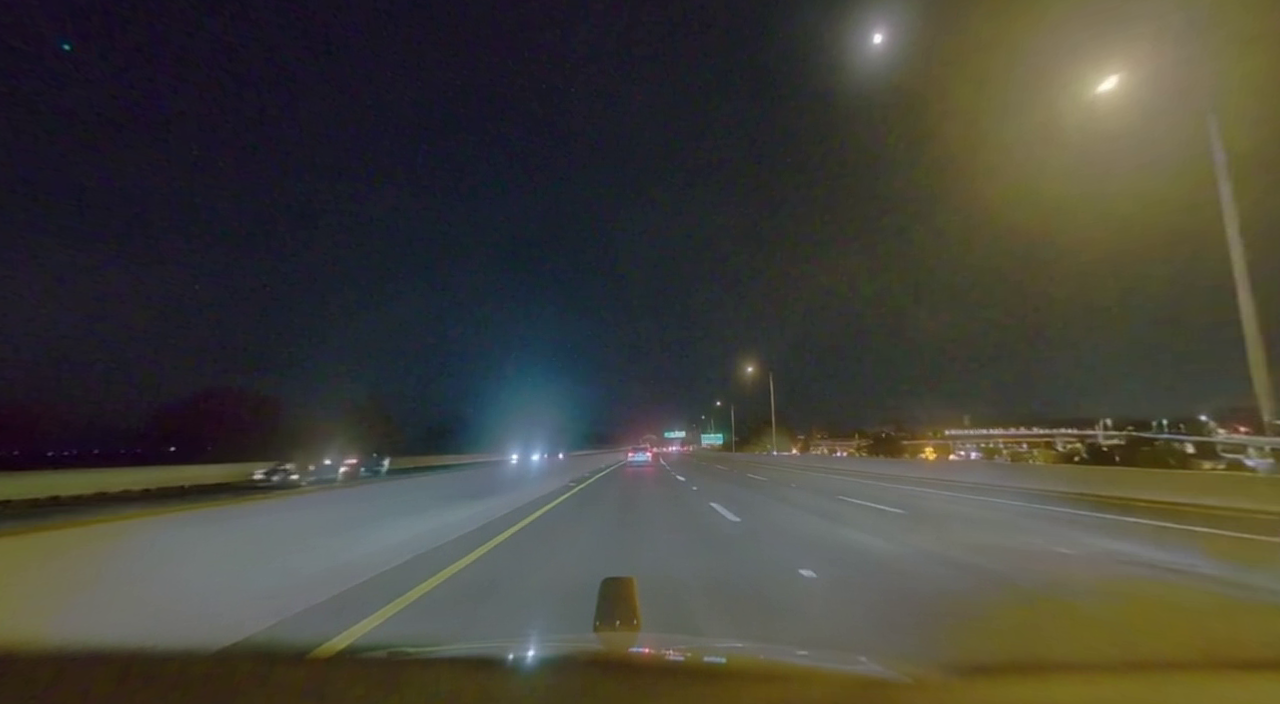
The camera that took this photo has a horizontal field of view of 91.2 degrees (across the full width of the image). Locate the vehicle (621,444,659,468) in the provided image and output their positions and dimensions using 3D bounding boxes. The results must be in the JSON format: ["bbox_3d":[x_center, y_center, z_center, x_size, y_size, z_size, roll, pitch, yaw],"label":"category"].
[{"bbox_3d":[0.047,7.209,43.594,2.084,1.594,4.219,-2,-9,8],"label":"vehicle"}]
